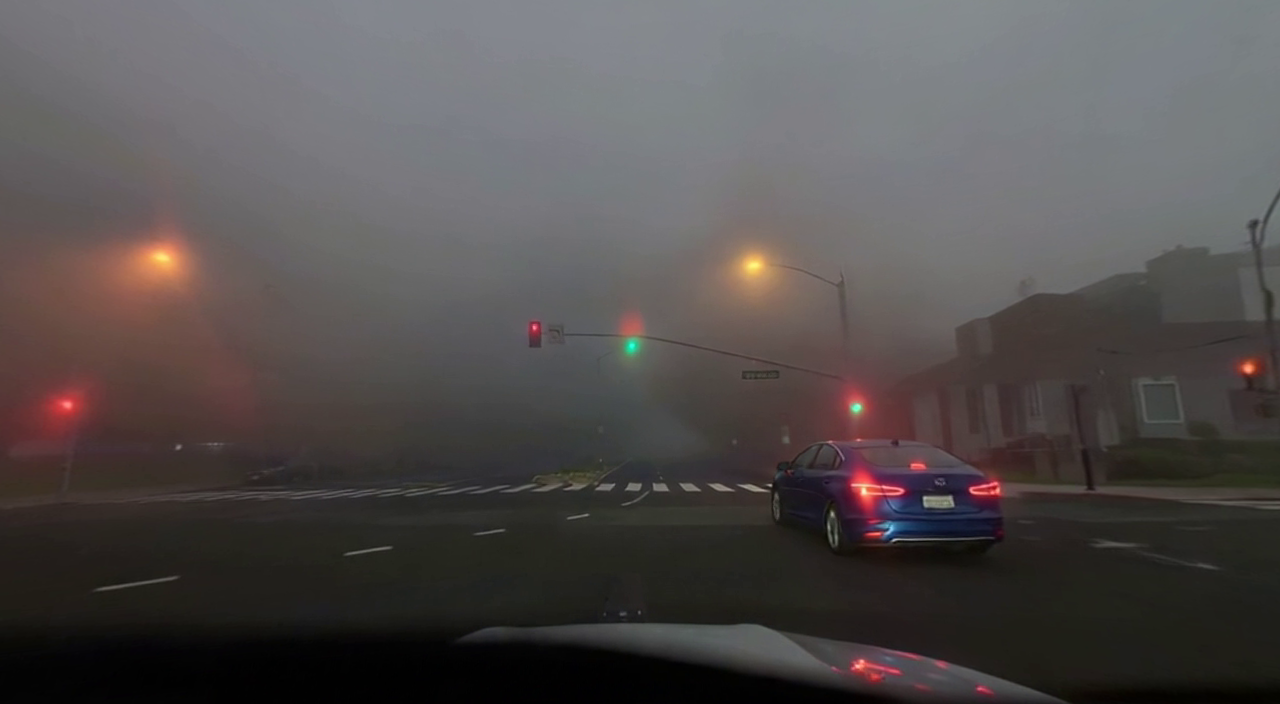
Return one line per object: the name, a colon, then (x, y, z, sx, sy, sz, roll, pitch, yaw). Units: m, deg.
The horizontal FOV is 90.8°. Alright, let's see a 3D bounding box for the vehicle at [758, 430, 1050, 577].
vehicle: (3.263, 1.966, 9.158, 2.089, 1.539, 4.767, 0, -8, -1)
